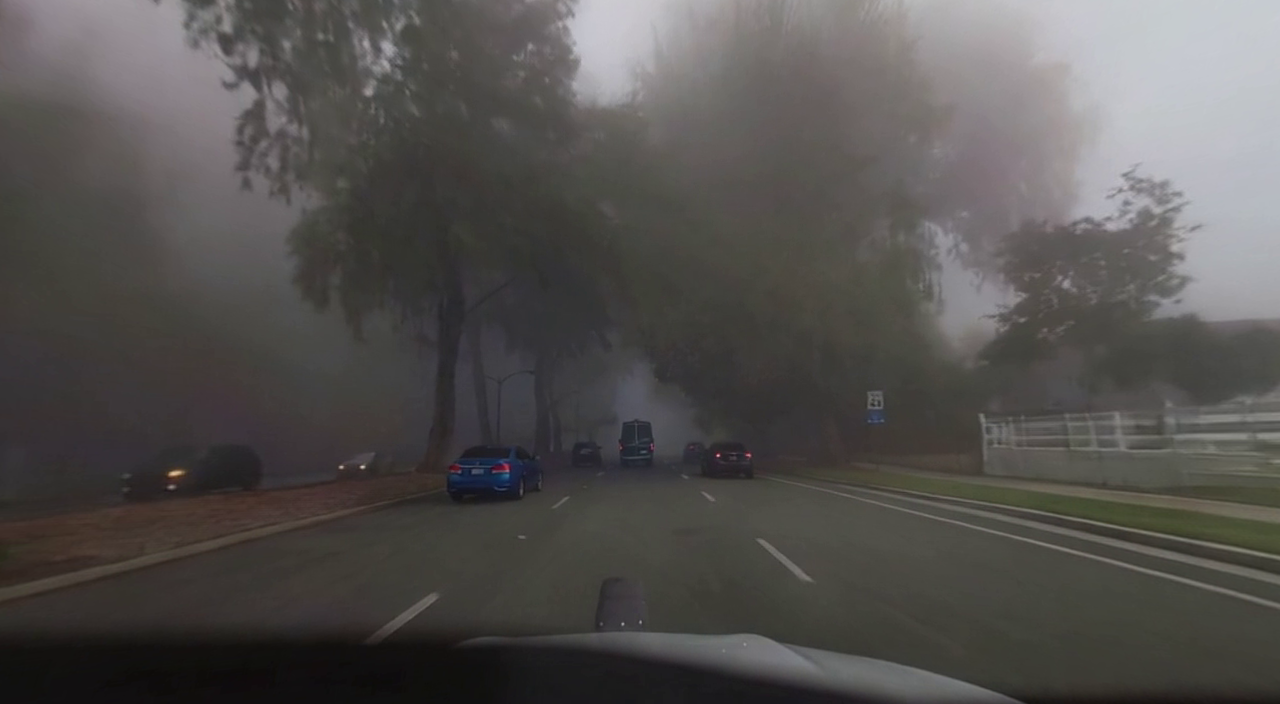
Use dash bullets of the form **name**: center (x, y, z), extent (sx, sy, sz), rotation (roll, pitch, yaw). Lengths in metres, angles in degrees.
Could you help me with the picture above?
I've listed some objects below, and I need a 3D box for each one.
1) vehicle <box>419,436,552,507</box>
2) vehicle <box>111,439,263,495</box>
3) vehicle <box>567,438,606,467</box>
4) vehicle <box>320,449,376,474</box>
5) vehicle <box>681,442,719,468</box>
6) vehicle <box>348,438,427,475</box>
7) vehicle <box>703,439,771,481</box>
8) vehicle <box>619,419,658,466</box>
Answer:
- **vehicle**: center (-3.586, 2.860, 15.627), extent (2.036, 1.474, 4.647), rotation (0, -8, 1)
- **vehicle**: center (-17.468, 4.421, 24.634), extent (2.129, 1.952, 5.079), rotation (0, -8, 0)
- **vehicle**: center (-3.310, 6.257, 39.368), extent (2.021, 1.715, 4.329), rotation (0, -8, 1)
- **vehicle**: center (-21.299, 7.976, 45.958), extent (1.944, 1.695, 4.412), rotation (0, -8, 0)
- **vehicle**: center (3.812, 6.596, 40.441), extent (1.905, 1.520, 4.340), rotation (1, -8, -1)
- **vehicle**: center (-13.906, 5.792, 34.980), extent (2.105, 1.877, 5.373), rotation (0, -8, 1)
- **vehicle**: center (3.638, 4.136, 24.366), extent (1.945, 1.469, 4.258), rotation (0, -8, 0)
- **vehicle**: center (-0.044, 5.783, 40.147), extent (2.311, 2.726, 5.814), rotation (0, -8, 1)
